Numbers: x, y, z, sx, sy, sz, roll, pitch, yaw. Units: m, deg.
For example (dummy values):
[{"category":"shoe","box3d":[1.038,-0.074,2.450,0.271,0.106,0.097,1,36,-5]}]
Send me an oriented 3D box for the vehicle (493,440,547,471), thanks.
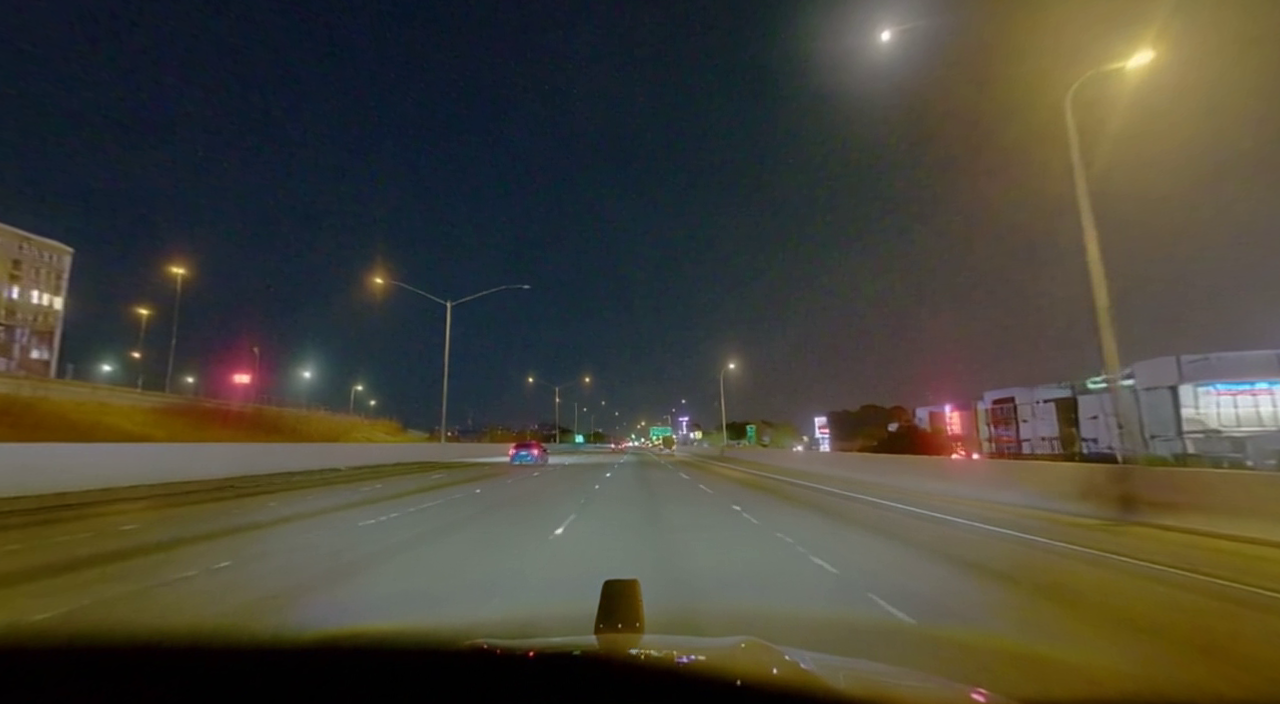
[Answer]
[{"category":"vehicle","box3d":[-6.229,5.422,33.308,1.990,1.529,4.288,0,-8,0]}]
